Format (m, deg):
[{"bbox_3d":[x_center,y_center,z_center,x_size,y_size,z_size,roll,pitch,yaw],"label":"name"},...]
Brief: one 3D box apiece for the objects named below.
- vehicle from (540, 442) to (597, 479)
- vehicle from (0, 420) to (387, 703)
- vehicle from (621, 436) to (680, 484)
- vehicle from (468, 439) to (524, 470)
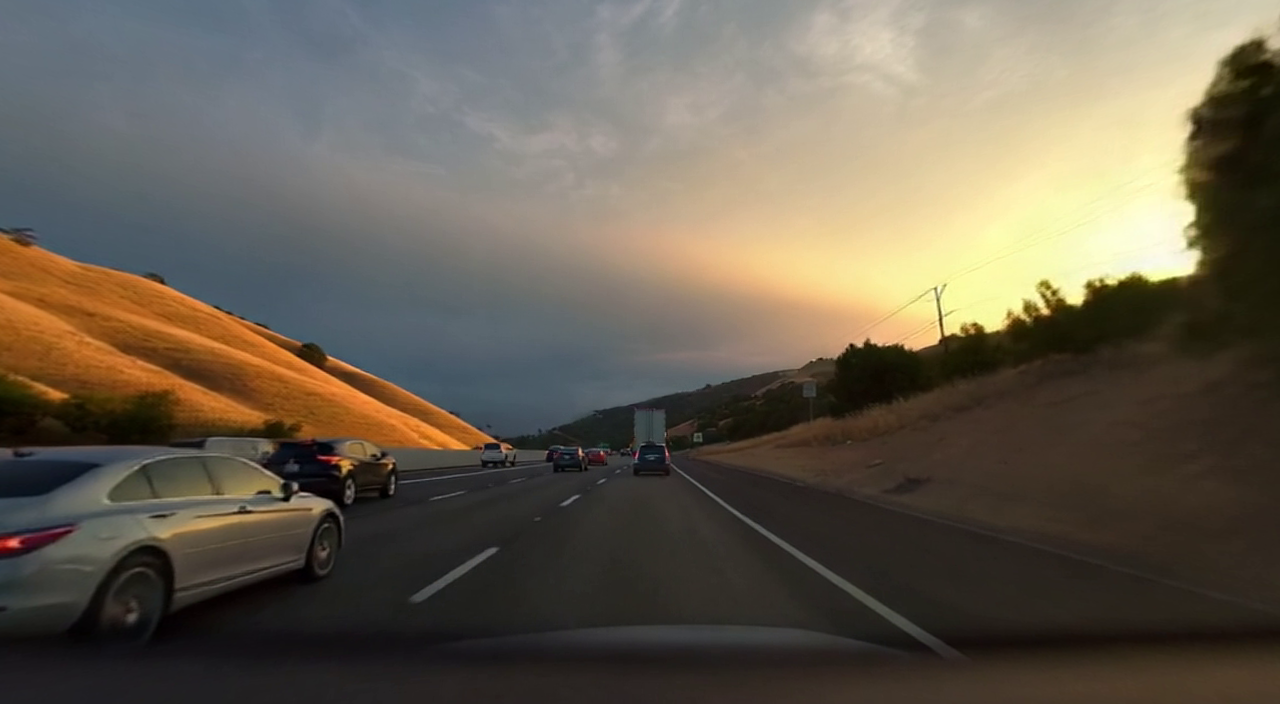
[{"bbox_3d":[-3.415,5.291,31.073,2.155,1.661,4.477,0,-9,2],"label":"vehicle"},{"bbox_3d":[-3.891,1.332,4.826,1.943,1.468,4.547,1,-9,1],"label":"vehicle"},{"bbox_3d":[0.423,4.460,26.396,2.281,1.795,4.297,1,-9,1],"label":"vehicle"},{"bbox_3d":[-10.526,7.540,46.577,2.421,2.025,6.236,0,-9,2],"label":"vehicle"}]
